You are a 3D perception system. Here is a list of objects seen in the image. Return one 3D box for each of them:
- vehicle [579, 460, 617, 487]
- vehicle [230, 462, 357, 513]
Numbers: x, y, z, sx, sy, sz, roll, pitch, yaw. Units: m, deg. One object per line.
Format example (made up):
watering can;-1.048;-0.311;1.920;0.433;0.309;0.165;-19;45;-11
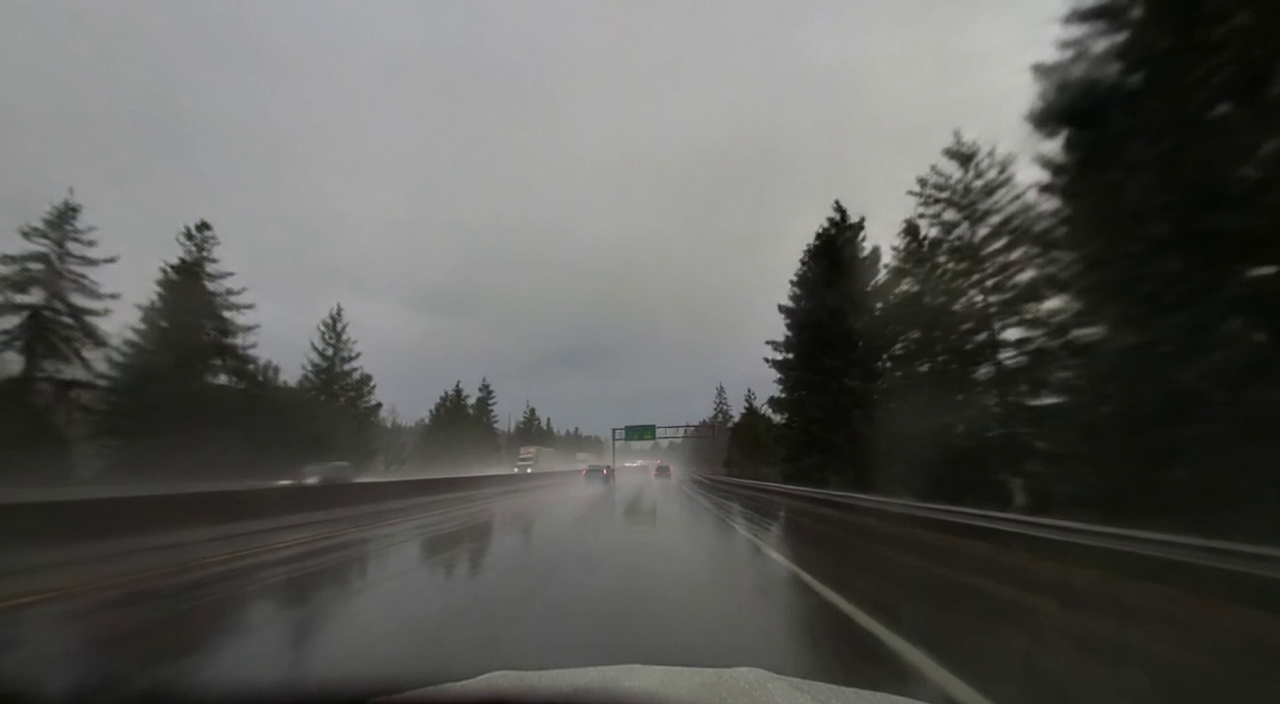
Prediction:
vehicle;-2.863;8.489;44.112;2.160;1.721;4.368;0;-10;3
vehicle;-12.652;4.957;23.423;1.984;1.649;4.572;1;-10;1
